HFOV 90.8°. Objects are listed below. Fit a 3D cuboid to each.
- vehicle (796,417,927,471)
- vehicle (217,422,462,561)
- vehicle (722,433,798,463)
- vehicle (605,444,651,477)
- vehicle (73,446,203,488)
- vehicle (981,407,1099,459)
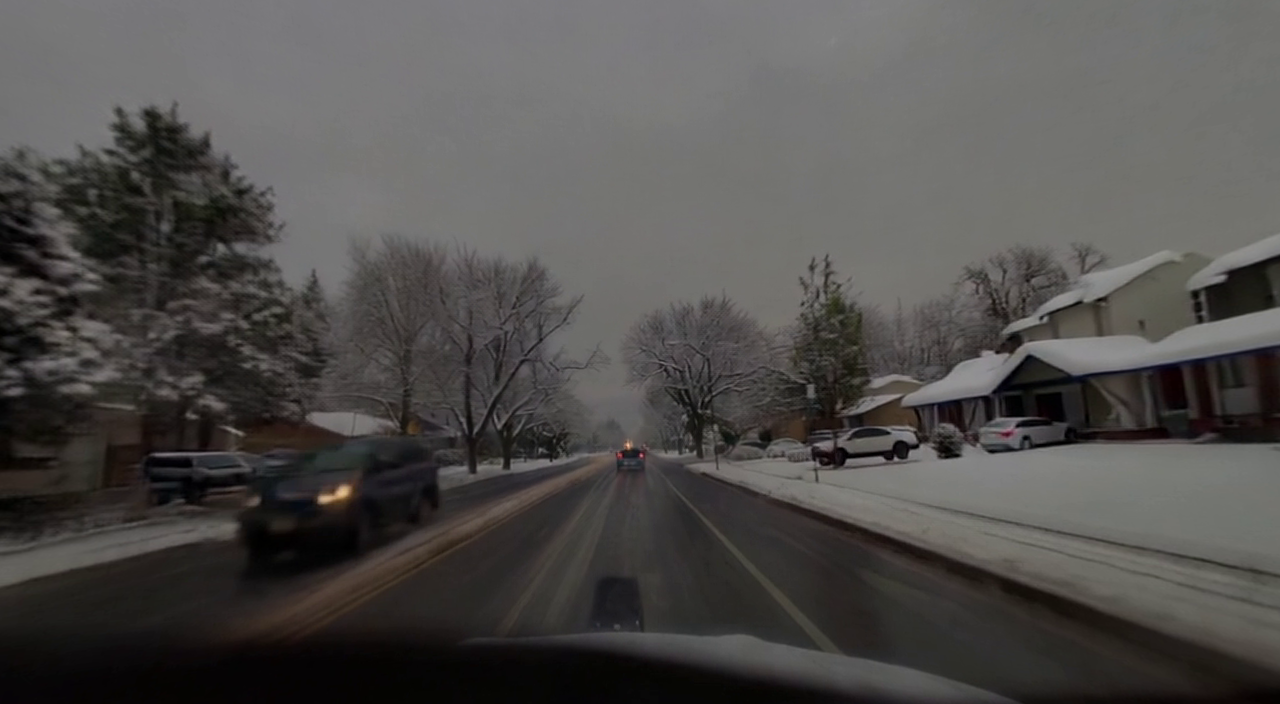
[{"bbox_3d":[9.306,3.904,26.830,4.634,1.723,1.966,-5,-9,-3],"label":"vehicle"},{"bbox_3d":[-5.072,2.394,11.575,2.256,1.838,4.613,-4,-9,-1],"label":"vehicle"},{"bbox_3d":[8.290,6.678,44.010,4.740,1.467,2.074,-6,-8,-3],"label":"vehicle"},{"bbox_3d":[-0.572,5.281,31.029,2.098,1.483,4.099,0,-9,-1],"label":"vehicle"},{"bbox_3d":[-22.808,5.230,28.838,4.181,1.784,1.907,1,-9,-1],"label":"vehicle"},{"bbox_3d":[15.357,3.084,24.184,4.462,1.699,2.145,2,-9,-36],"label":"vehicle"}]
